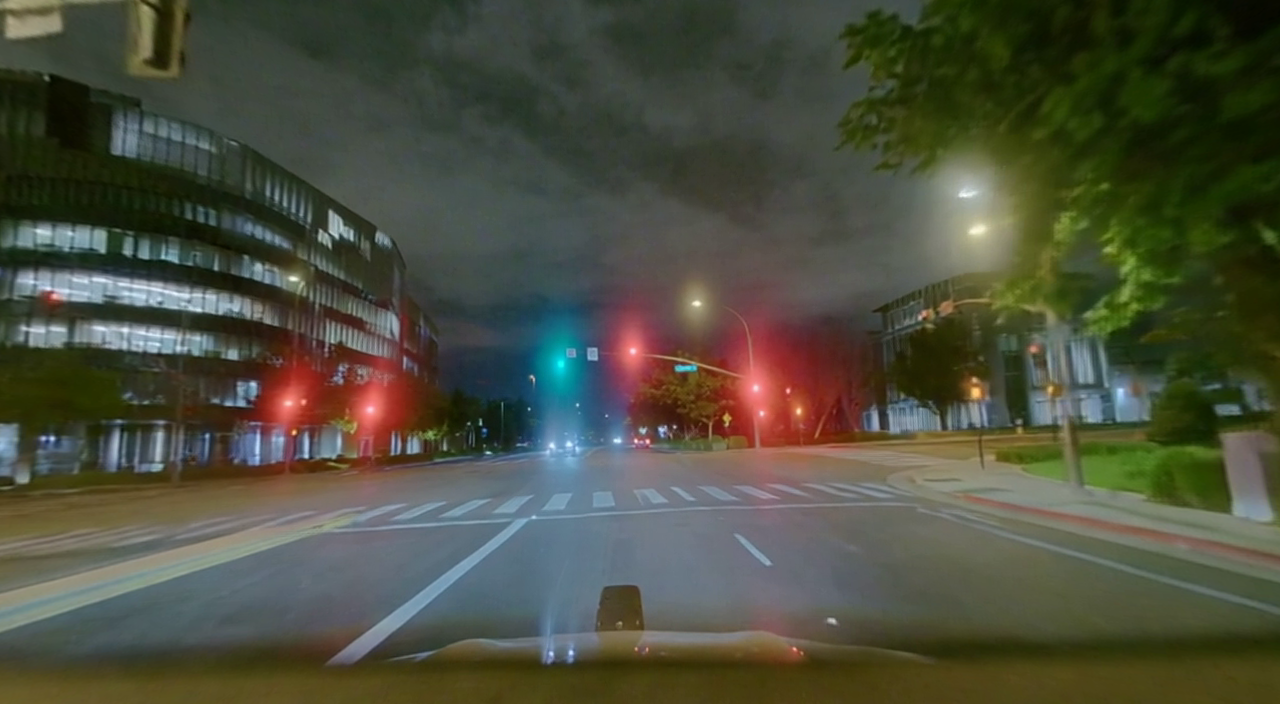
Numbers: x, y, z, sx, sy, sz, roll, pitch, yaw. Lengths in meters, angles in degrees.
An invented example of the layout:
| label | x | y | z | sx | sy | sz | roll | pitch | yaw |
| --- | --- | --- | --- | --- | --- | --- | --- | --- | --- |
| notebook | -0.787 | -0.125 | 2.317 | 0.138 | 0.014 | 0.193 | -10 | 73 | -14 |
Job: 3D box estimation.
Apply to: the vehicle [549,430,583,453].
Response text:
| label | x | y | z | sx | sy | sz | roll | pitch | yaw |
| --- | --- | --- | --- | --- | --- | --- | --- | --- | --- |
| vehicle | -5.579 | 6.838 | 48.099 | 1.988 | 1.666 | 4.074 | 0 | -8 | 1 |
